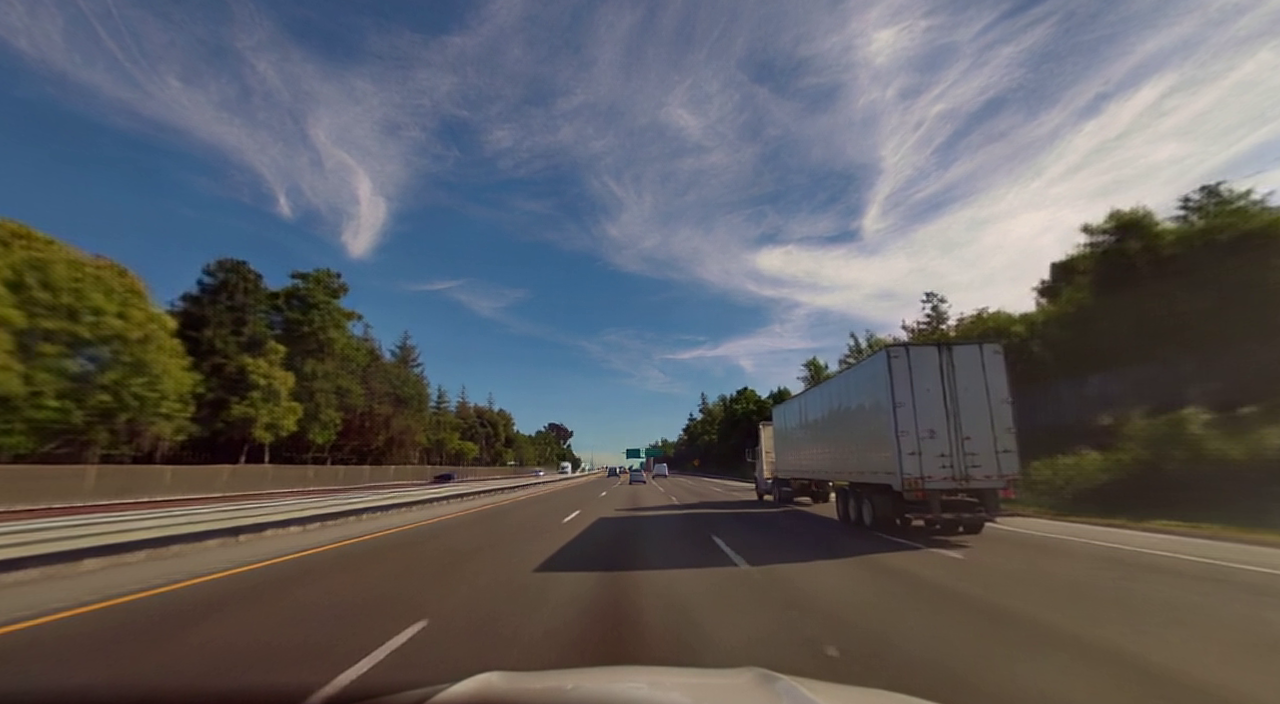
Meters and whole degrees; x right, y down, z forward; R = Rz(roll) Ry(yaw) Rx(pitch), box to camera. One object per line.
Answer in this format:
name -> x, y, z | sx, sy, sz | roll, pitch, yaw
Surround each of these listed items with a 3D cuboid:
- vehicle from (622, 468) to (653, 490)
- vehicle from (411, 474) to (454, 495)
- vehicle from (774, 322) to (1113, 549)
vehicle -> -0.185, 8.900, 44.242 | 2.029, 1.459, 3.684 | 1, -11, 0
vehicle -> -15.758, 10.068, 48.029 | 1.840, 1.425, 4.145 | 1, -11, 1
vehicle -> 6.869, 2.710, 18.270 | 2.926, 4.073, 13.836 | 1, -11, 0
